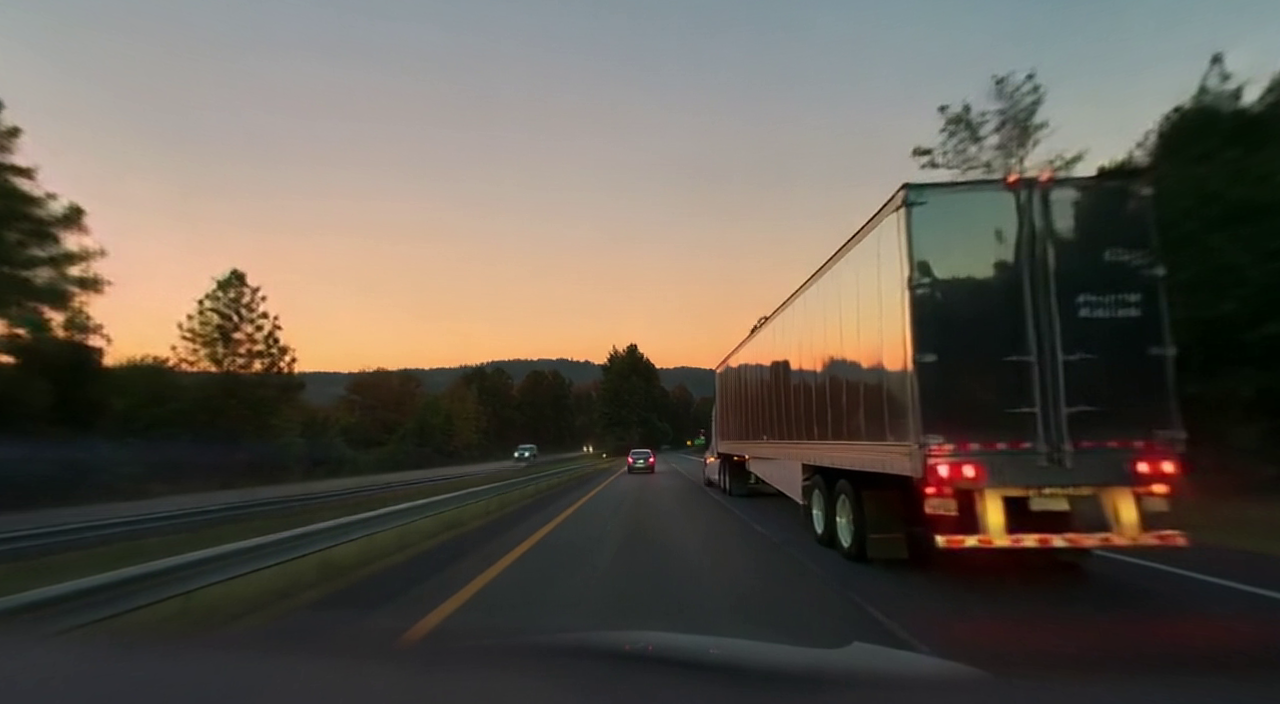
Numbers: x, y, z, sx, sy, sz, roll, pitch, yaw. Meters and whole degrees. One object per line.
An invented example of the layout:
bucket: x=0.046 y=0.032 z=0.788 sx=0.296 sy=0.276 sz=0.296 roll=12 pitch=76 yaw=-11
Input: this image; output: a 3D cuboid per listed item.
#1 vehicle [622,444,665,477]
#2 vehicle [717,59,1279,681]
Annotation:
vehicle: x=0.172 y=5.299 z=31.065 sx=1.968 sy=1.515 sz=4.025 roll=-1 pitch=-8 yaw=1
vehicle: x=3.886 y=1.142 z=12.071 sx=2.929 sy=4.158 sz=15.921 roll=0 pitch=-8 yaw=0
